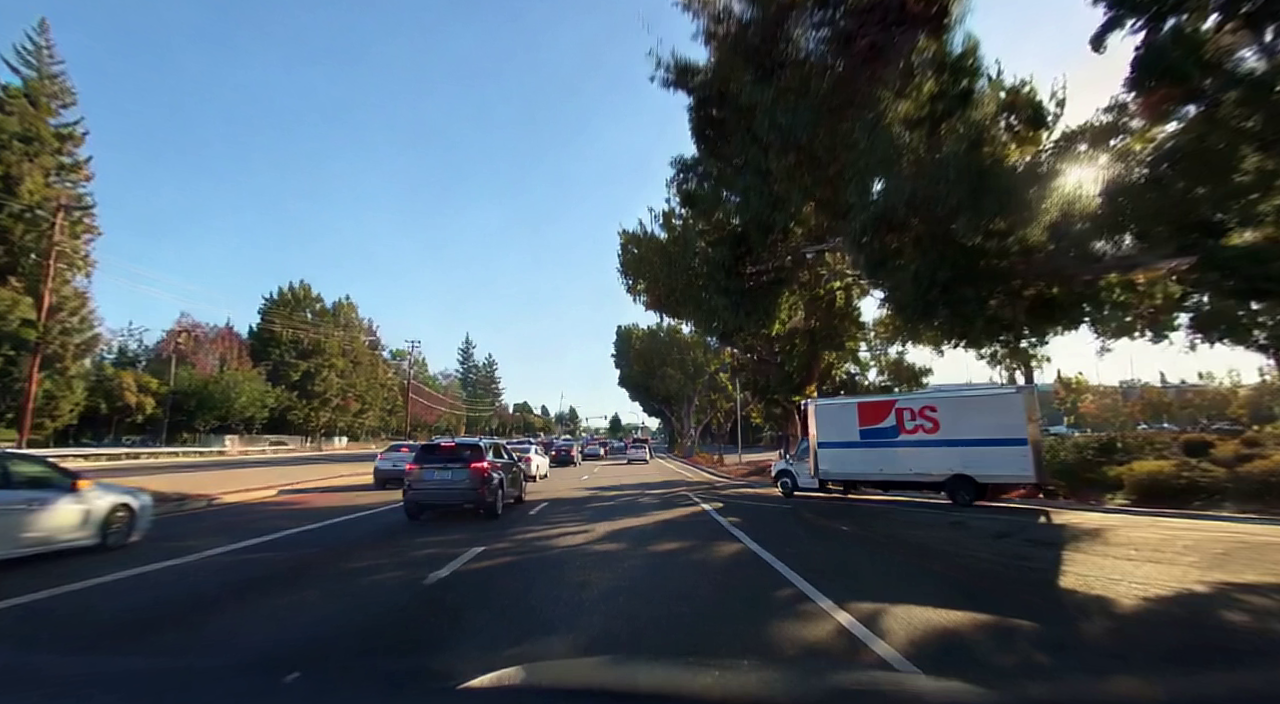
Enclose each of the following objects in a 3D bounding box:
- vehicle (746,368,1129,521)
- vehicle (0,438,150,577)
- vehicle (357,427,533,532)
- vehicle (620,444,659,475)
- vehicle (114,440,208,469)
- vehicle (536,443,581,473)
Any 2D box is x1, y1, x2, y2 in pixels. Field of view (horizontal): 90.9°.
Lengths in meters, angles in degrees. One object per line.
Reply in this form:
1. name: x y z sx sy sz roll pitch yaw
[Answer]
1. vehicle: 7.416 2.492 17.136 3.138 3.120 8.670 8 -12 -44
2. vehicle: -7.830 1.627 6.440 1.922 1.473 4.640 0 -8 0
3. vehicle: -3.535 2.395 12.460 2.007 1.664 4.431 0 -8 1
4. vehicle: -0.064 5.525 32.636 1.875 1.453 3.888 0 -8 -1
5. vehicle: -26.449 5.667 35.046 1.822 1.472 4.553 0 -8 -3
6. vehicle: -4.368 5.686 34.216 1.871 1.502 4.240 0 -8 0
